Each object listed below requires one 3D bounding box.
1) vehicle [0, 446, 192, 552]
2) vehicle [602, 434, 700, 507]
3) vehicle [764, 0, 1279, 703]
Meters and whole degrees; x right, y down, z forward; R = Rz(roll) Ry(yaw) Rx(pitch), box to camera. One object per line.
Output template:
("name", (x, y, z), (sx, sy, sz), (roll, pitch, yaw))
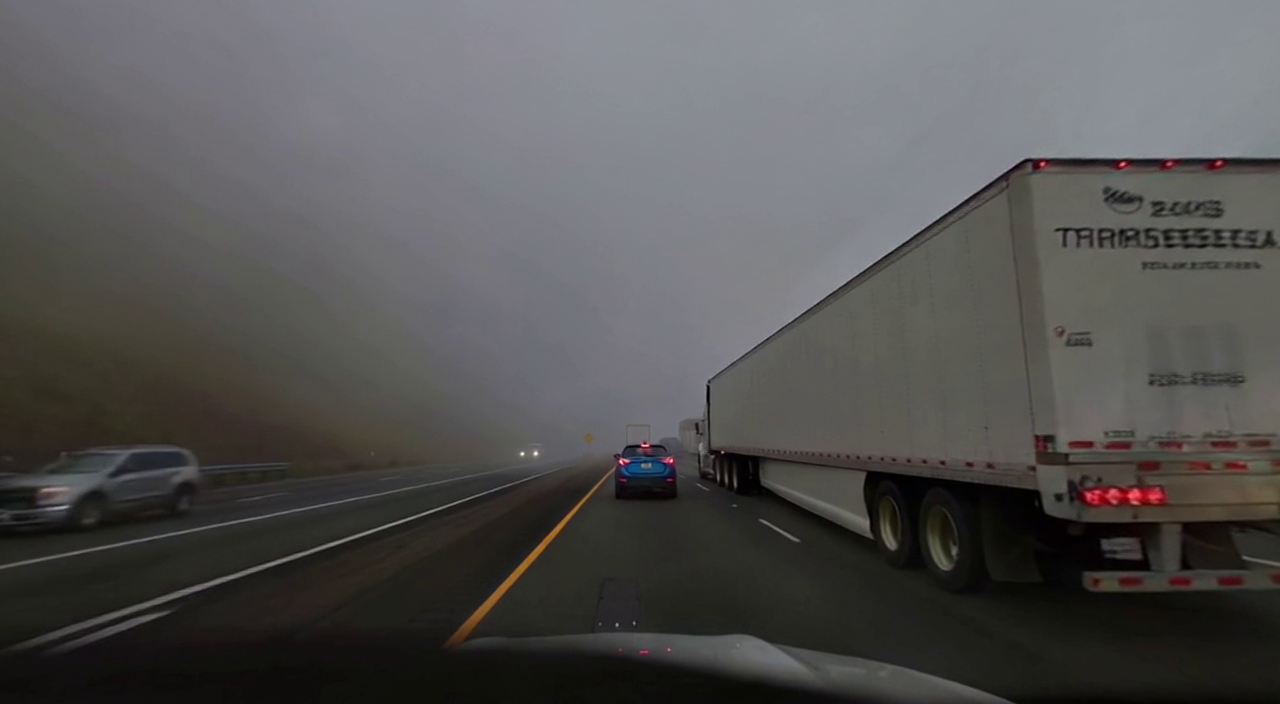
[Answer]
("vehicle", (-11.638, 2.801, 12.744), (1.988, 1.727, 4.217), (-1, -8, 0))
("vehicle", (0.236, 2.771, 15.210), (2.045, 1.507, 3.763), (-1, -8, 0))
("vehicle", (4.544, 0.361, 8.251), (3.235, 4.197, 9.908), (0, -8, -3))
